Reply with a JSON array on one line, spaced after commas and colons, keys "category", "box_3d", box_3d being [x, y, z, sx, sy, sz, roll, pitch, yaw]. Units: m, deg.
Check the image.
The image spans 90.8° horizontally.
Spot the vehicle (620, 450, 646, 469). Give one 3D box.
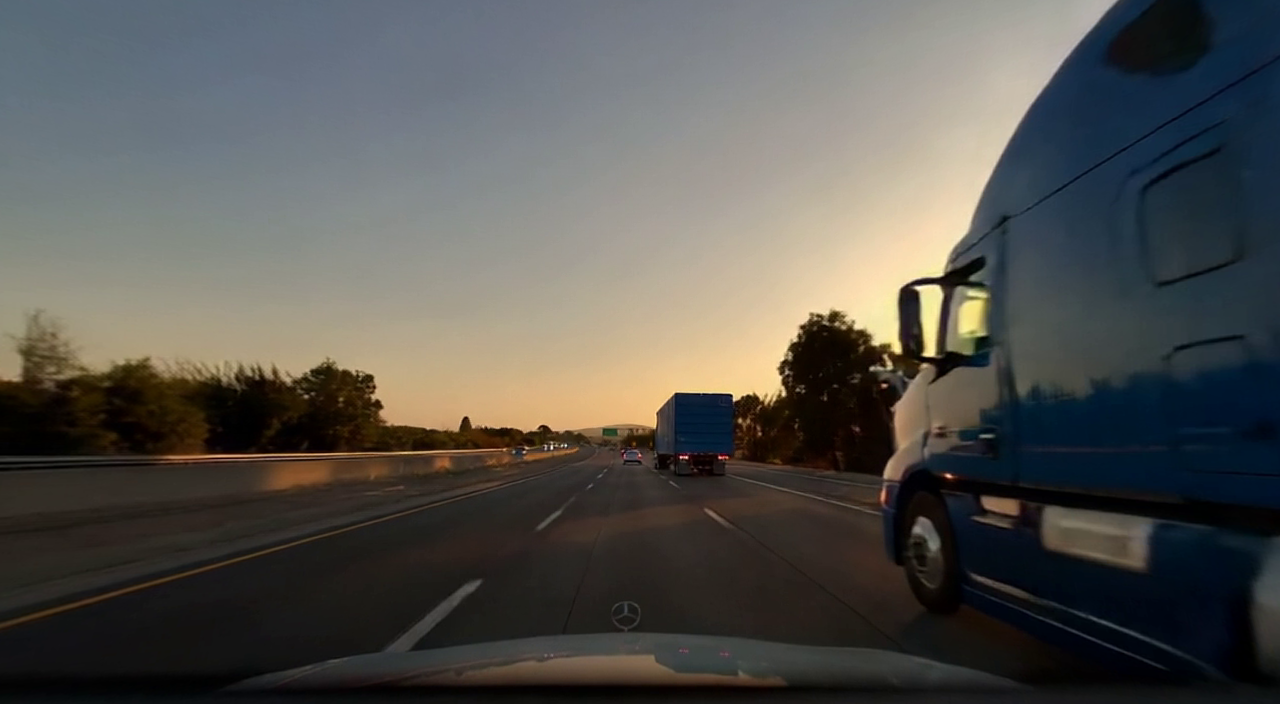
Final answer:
[{"category": "vehicle", "box_3d": [-0.547, 8.457, 49.699, 1.898, 1.438, 4.053, 0, -9, 0]}]

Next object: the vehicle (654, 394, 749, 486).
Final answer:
[{"category": "vehicle", "box_3d": [2.966, 5.294, 37.054, 3.462, 4.177, 16.311, 0, -9, -2]}]
